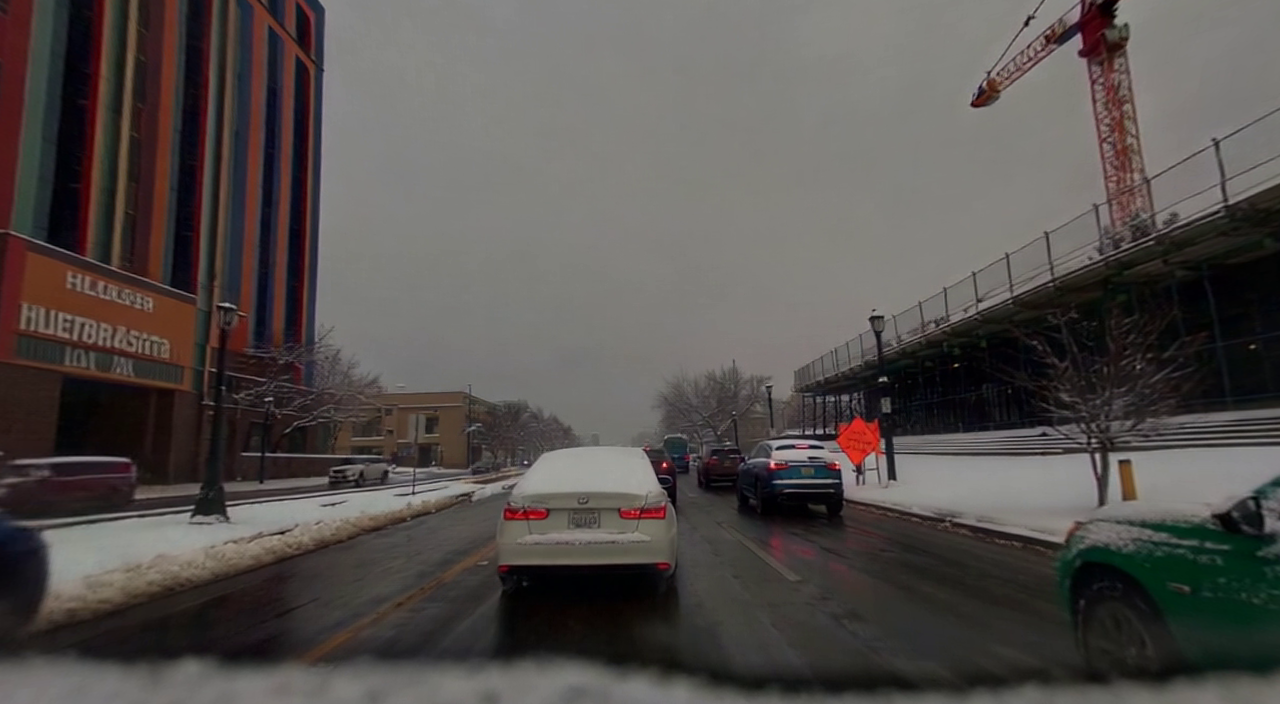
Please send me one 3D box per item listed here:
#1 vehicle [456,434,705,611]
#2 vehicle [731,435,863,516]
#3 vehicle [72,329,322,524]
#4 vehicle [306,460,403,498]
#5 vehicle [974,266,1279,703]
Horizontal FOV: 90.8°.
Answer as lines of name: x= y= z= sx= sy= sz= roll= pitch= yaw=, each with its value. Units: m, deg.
vehicle: x=-0.467 y=1.772 z=7.555 sx=2.131 sy=1.496 sz=4.193 roll=0 pitch=-8 yaw=1
vehicle: x=3.907 y=3.163 z=16.804 sx=2.185 sy=1.797 sz=4.934 roll=0 pitch=-8 yaw=-1
vehicle: x=-9.102 y=1.620 z=13.488 sx=2.592 sy=3.548 sz=3.414 roll=-2 pitch=-9 yaw=4
vehicle: x=-12.949 y=5.771 z=29.014 sx=1.986 sy=1.476 sz=4.753 roll=-1 pitch=-8 yaw=3
vehicle: x=3.381 y=0.587 z=1.656 sx=2.182 sy=1.954 sz=5.341 roll=0 pitch=-8 yaw=2
